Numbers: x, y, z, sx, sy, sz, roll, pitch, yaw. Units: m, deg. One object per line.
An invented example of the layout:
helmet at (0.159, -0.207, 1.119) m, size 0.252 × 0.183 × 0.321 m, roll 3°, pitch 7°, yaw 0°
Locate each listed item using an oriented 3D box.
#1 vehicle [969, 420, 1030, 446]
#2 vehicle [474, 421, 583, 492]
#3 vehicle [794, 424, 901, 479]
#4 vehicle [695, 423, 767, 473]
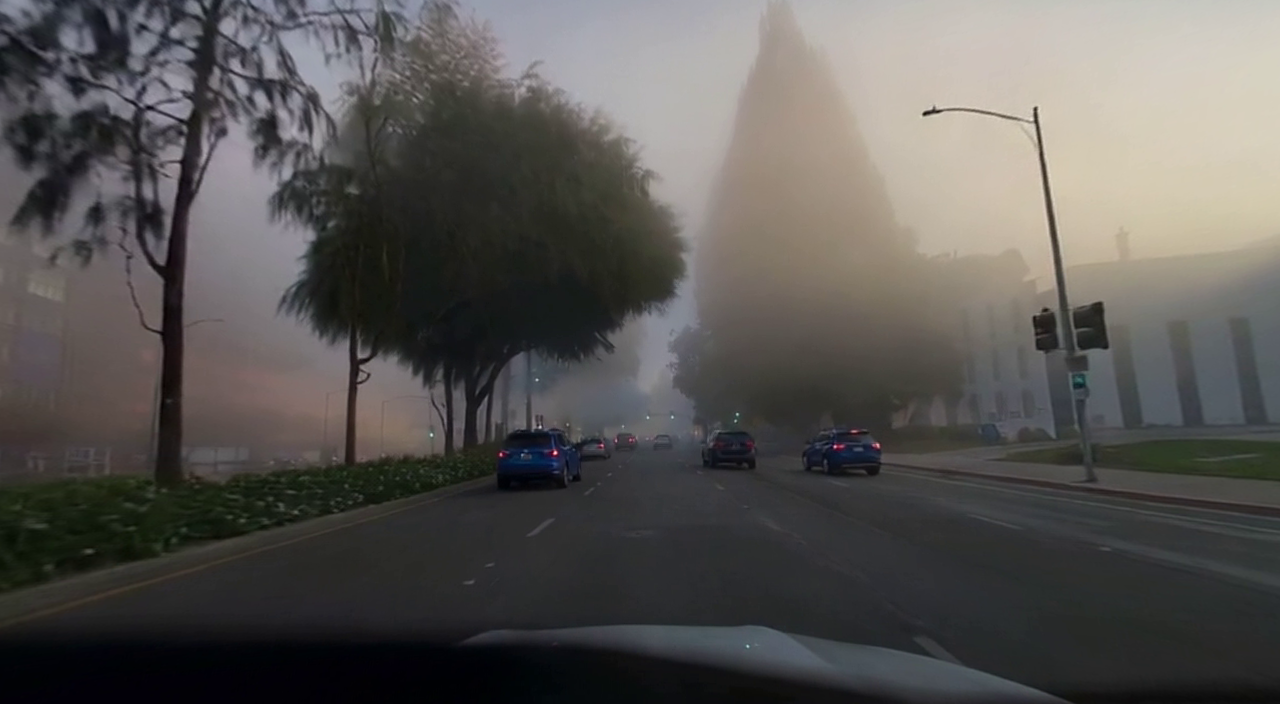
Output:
vehicle at (23.452, 5.343, 41.312) m, size 1.800 × 1.563 × 3.827 m, roll -1°, pitch -8°, yaw 2°
vehicle at (-2.955, 2.900, 17.743) m, size 2.141 × 1.719 × 4.379 m, roll -1°, pitch -8°, yaw 2°
vehicle at (6.956, 3.398, 21.737) m, size 2.088 × 1.666 × 4.512 m, roll 0°, pitch -8°, yaw 0°
vehicle at (3.568, 3.885, 25.646) m, size 2.178 × 1.804 × 4.766 m, roll 0°, pitch -8°, yaw 0°
